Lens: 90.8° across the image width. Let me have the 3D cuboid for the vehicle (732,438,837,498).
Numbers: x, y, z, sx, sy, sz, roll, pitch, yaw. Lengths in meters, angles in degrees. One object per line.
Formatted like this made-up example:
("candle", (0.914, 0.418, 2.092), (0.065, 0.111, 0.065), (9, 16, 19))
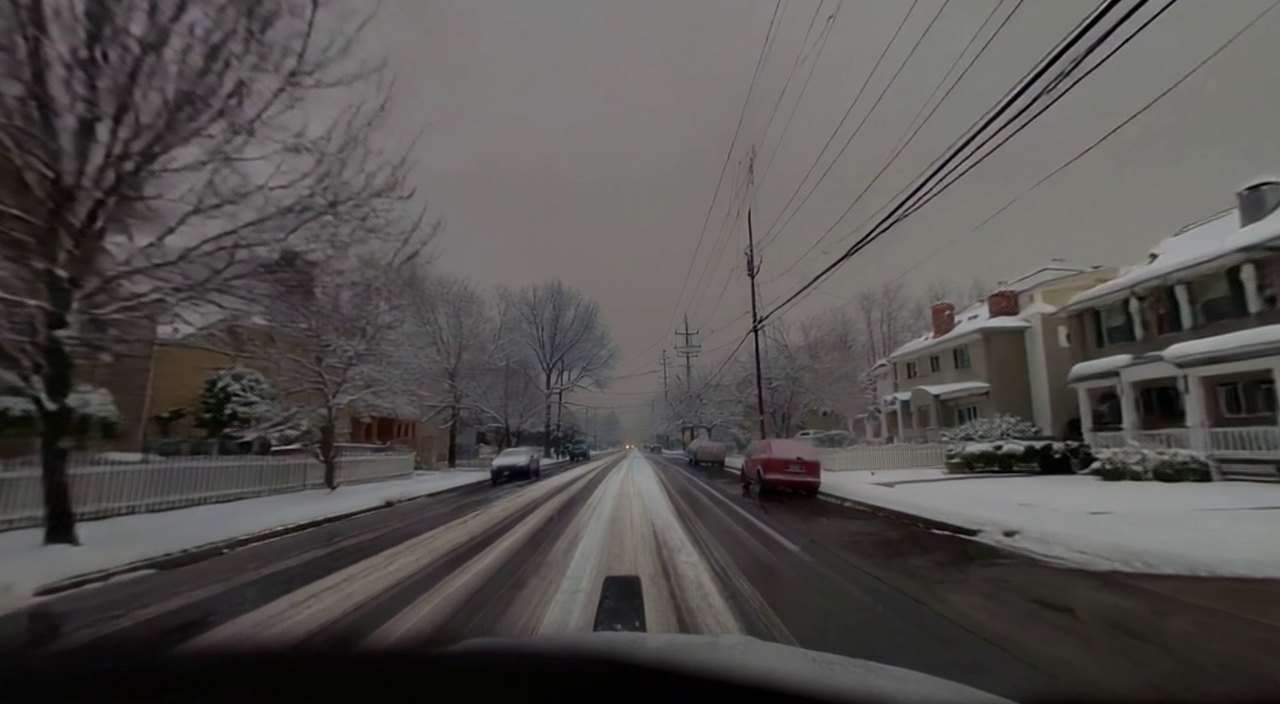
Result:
("vehicle", (4.150, 3.403, 18.829), (2.020, 1.558, 3.925), (1, -9, -3))

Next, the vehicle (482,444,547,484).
("vehicle", (-5.827, 5.208, 29.912), (1.954, 1.551, 5.128), (-3, -7, 1))
